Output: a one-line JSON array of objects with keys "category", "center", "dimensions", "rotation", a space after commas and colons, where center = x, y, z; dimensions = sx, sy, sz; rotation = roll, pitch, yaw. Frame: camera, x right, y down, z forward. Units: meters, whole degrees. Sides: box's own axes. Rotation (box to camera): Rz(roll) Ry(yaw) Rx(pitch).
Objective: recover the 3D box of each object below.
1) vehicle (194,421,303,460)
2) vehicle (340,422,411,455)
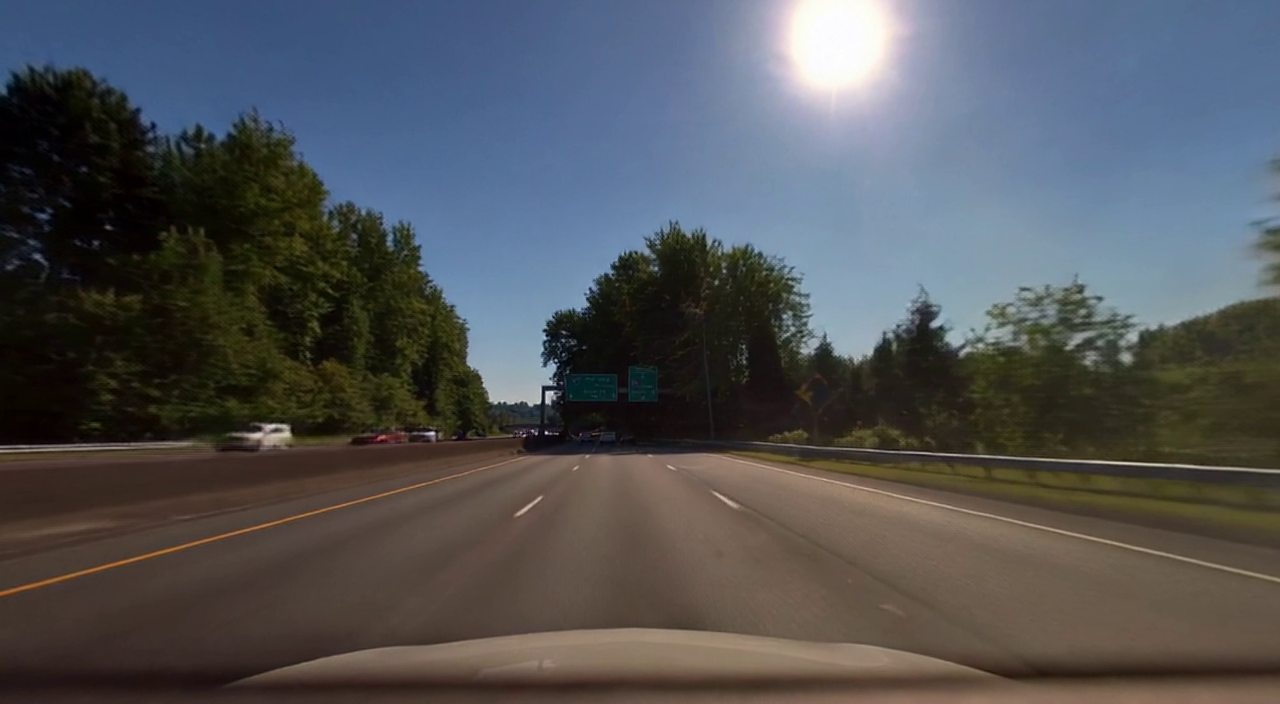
[{"category": "vehicle", "center": [-17.946, 4.081, 29.246], "dimensions": [2.059, 1.643, 4.855], "rotation": [0, -8, -2]}, {"category": "vehicle", "center": [-13.983, 4.616, 33.650], "dimensions": [1.974, 1.592, 4.533], "rotation": [0, -8, -2]}]
